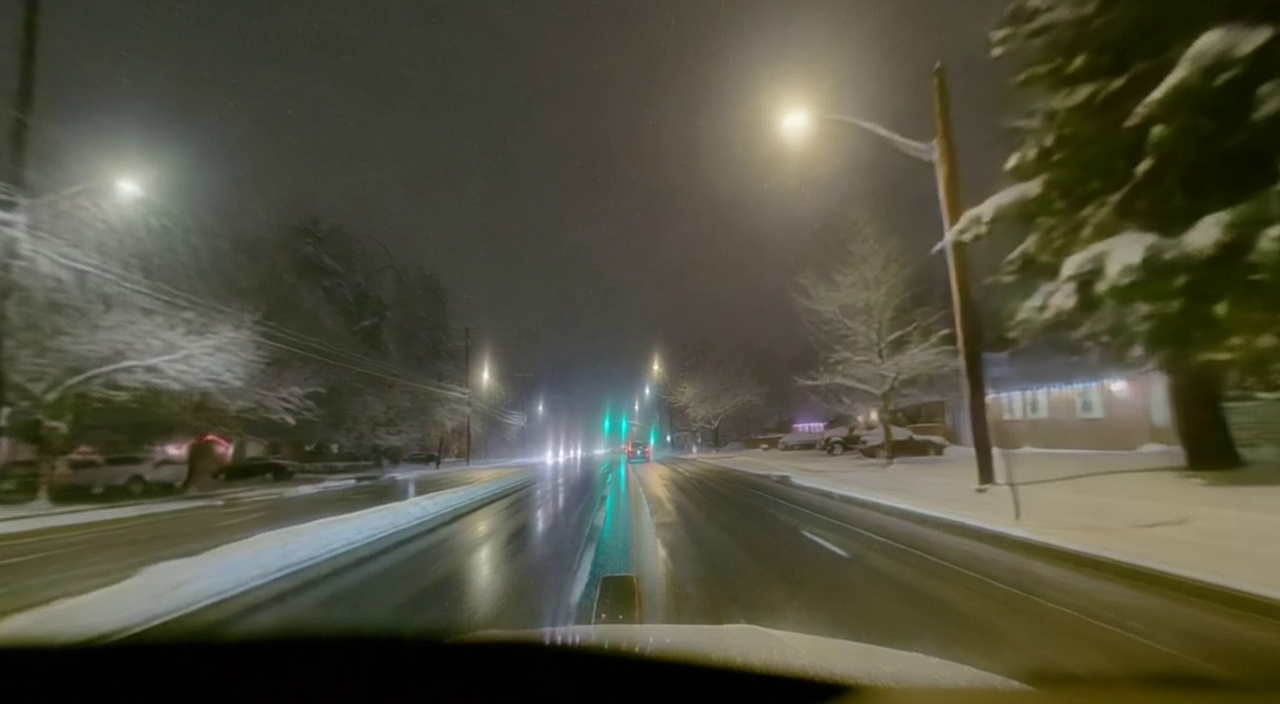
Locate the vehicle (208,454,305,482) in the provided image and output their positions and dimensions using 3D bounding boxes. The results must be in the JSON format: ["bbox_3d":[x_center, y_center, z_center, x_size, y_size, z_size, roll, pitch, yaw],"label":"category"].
[{"bbox_3d":[-22.306,6.751,36.868,4.363,1.503,1.859,0,-9,-3],"label":"vehicle"}]

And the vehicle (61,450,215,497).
[{"bbox_3d":[-21.284,5.132,26.939,4.766,1.873,2.008,0,-9,0],"label":"vehicle"}]

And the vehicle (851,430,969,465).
[{"bbox_3d":[11.982,4.252,28.256,4.415,1.467,1.865,0,-8,1],"label":"vehicle"}]

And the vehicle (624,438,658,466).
[{"bbox_3d":[-0.010,6.863,43.605,2.215,1.799,4.426,0,-9,-2],"label":"vehicle"}]

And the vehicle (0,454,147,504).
[{"bbox_3d":[-21.351,4.722,23.639,4.206,1.721,1.807,0,-9,0],"label":"vehicle"}]
